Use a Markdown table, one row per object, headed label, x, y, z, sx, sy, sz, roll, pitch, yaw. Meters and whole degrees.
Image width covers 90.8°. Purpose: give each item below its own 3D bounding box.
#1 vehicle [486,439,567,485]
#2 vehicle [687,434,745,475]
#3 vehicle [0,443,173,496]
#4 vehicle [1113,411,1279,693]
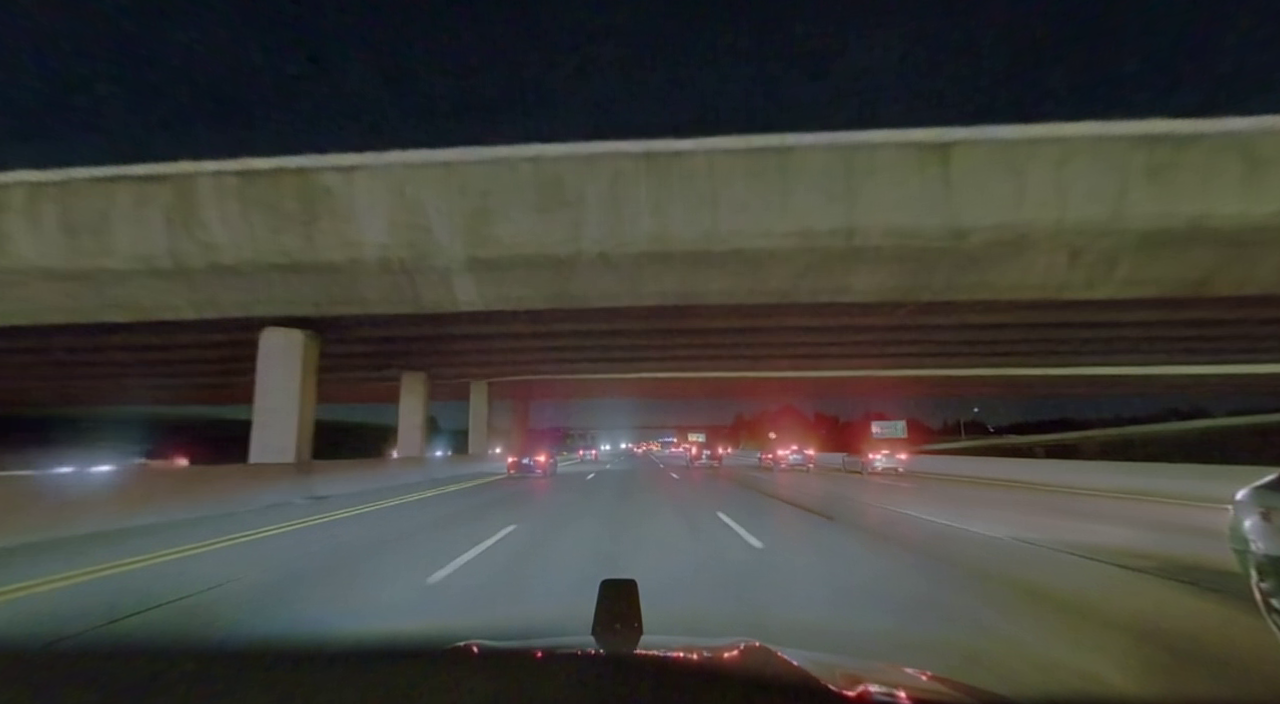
| label | x | y | z | sx | sy | sz | roll | pitch | yaw |
| --- | --- | --- | --- | --- | --- | --- | --- | --- | --- |
| vehicle | -4.006 | 3.989 | 23.205 | 1.997 | 1.476 | 4.703 | 0 | -8 | 1 |
| vehicle | 3.465 | 4.792 | 29.692 | 2.072 | 1.761 | 4.242 | 0 | -8 | -2 |
| vehicle | -17.198 | 3.581 | 19.705 | 1.877 | 1.456 | 4.569 | 0 | -9 | -3 |
| vehicle | 4.323 | 0.898 | 2.277 | 1.989 | 1.472 | 4.322 | 0 | -8 | 2 |
